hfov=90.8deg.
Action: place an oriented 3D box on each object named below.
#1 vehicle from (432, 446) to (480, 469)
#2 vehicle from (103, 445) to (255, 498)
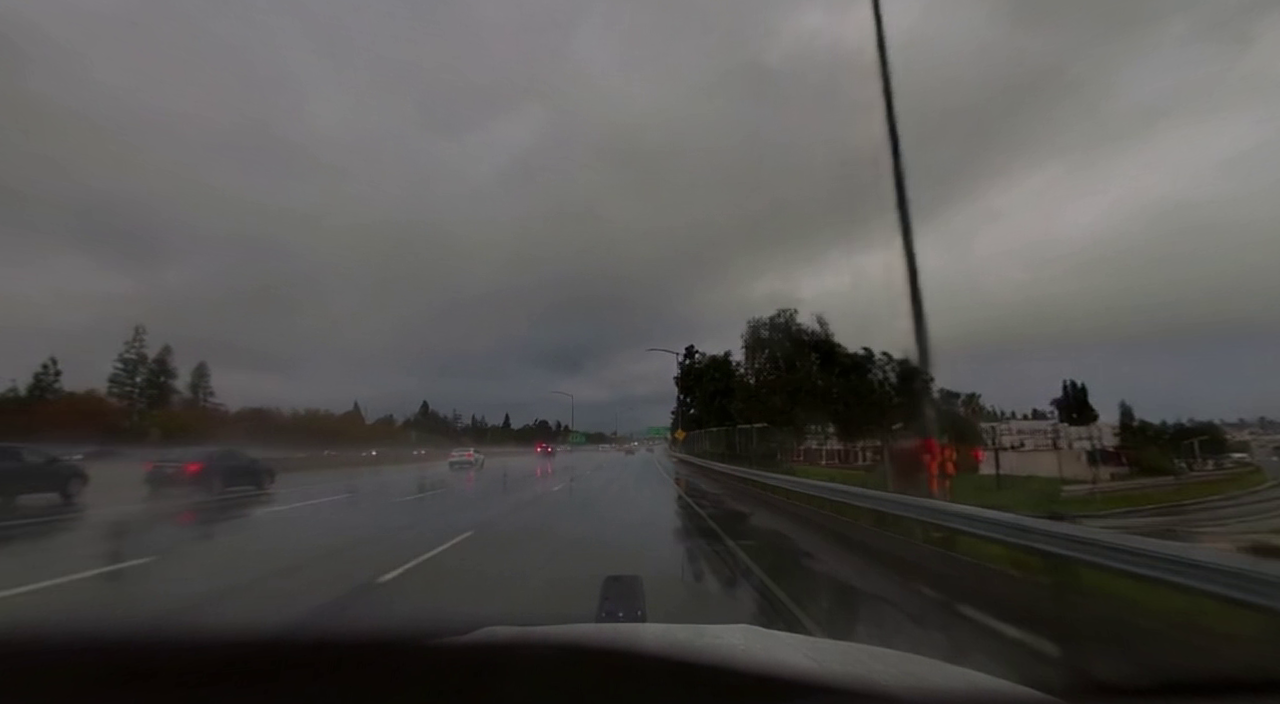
[{"bbox_3d":[-12.830,7.372,44.371,2.271,1.537,4.029,0,-9,-2],"label":"vehicle"},{"bbox_3d":[-14.862,3.845,20.758,1.829,1.520,4.505,0,-9,-4],"label":"vehicle"}]
